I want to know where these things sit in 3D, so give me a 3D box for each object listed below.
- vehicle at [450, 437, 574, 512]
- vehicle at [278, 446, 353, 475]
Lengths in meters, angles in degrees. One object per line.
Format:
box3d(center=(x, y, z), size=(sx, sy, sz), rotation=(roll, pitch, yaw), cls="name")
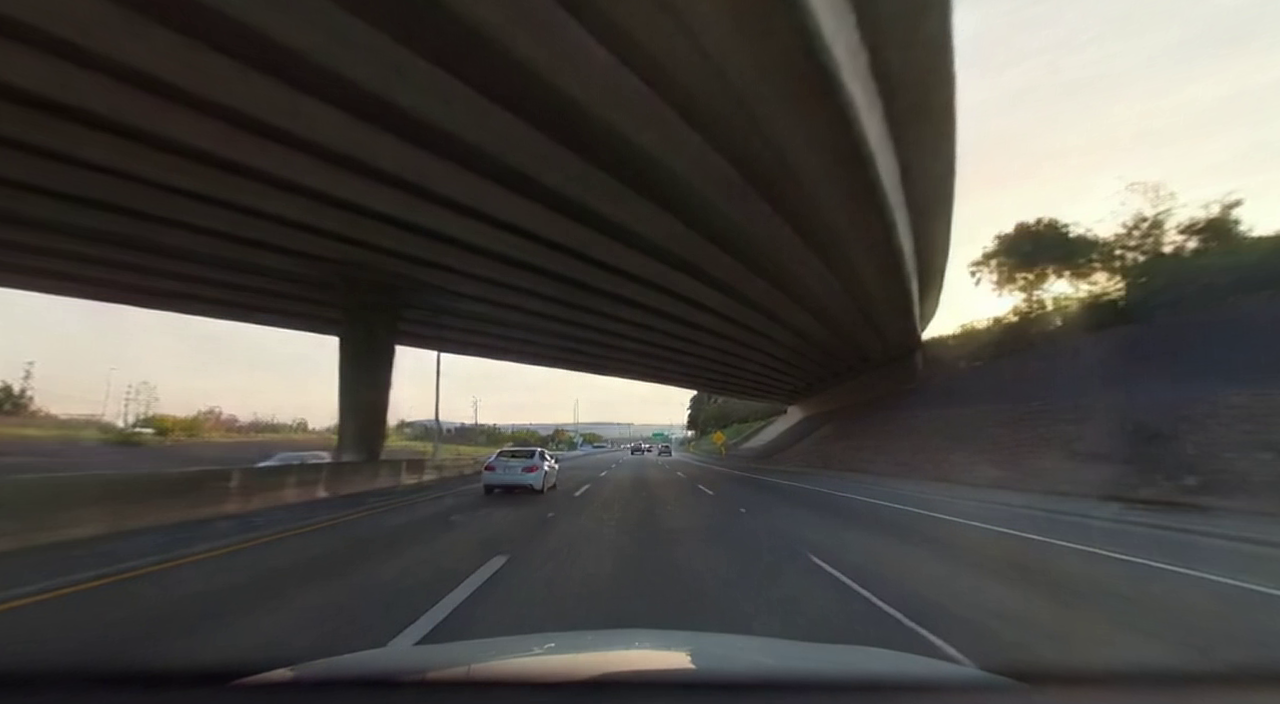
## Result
box3d(center=(-2.956, 2.940, 15.718), size=(2.029, 1.557, 4.570), rotation=(0, -9, 1), cls="vehicle")
box3d(center=(-21.764, 7.287, 42.695), size=(2.092, 1.783, 5.548), rotation=(0, -9, 0), cls="vehicle")
